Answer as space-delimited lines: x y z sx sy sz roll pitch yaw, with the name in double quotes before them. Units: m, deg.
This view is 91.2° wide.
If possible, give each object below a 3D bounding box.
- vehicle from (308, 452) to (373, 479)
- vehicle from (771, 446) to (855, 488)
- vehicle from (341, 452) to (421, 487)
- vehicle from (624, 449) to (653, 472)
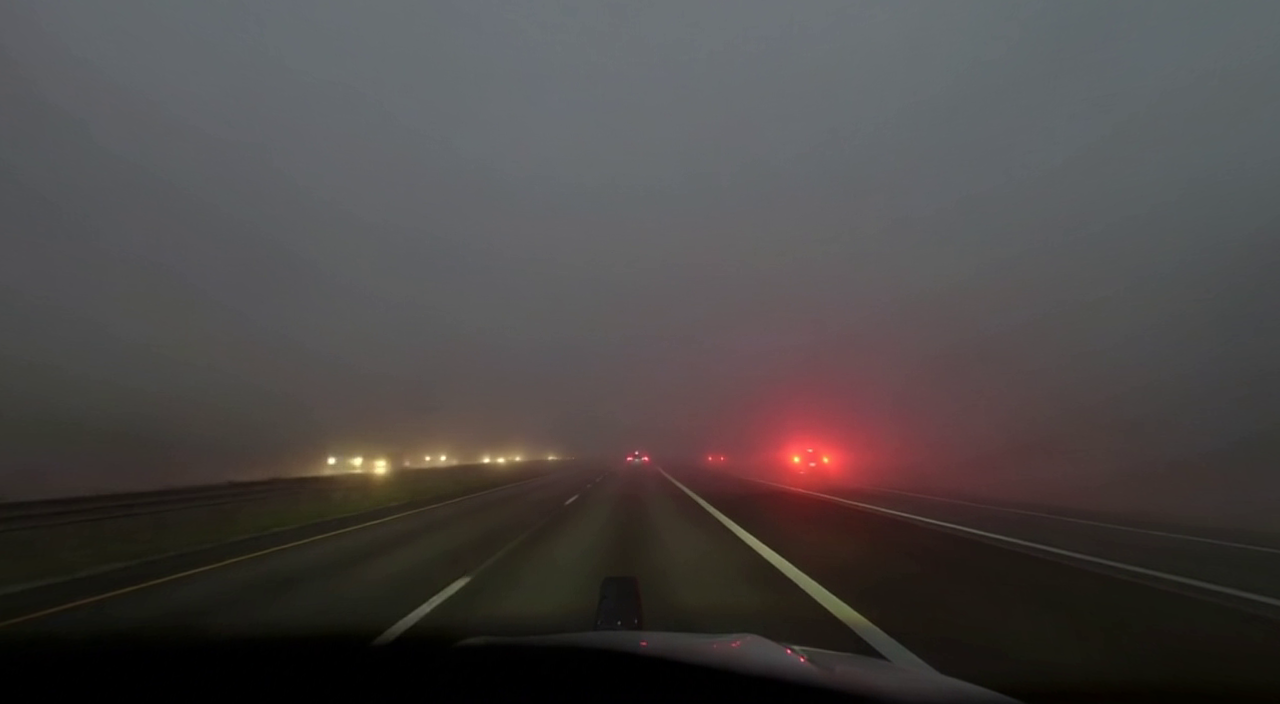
"vehicle" -18.209 6.905 38.343 1.873 1.493 4.102 -1 -9 1
"vehicle" 6.850 4.592 25.421 2.008 1.533 4.592 0 -9 -1
"vehicle" -12.149 5.500 29.722 1.907 1.488 4.443 0 -9 0
"vehicle" -0.104 7.874 45.663 2.025 1.526 4.181 0 -9 0
